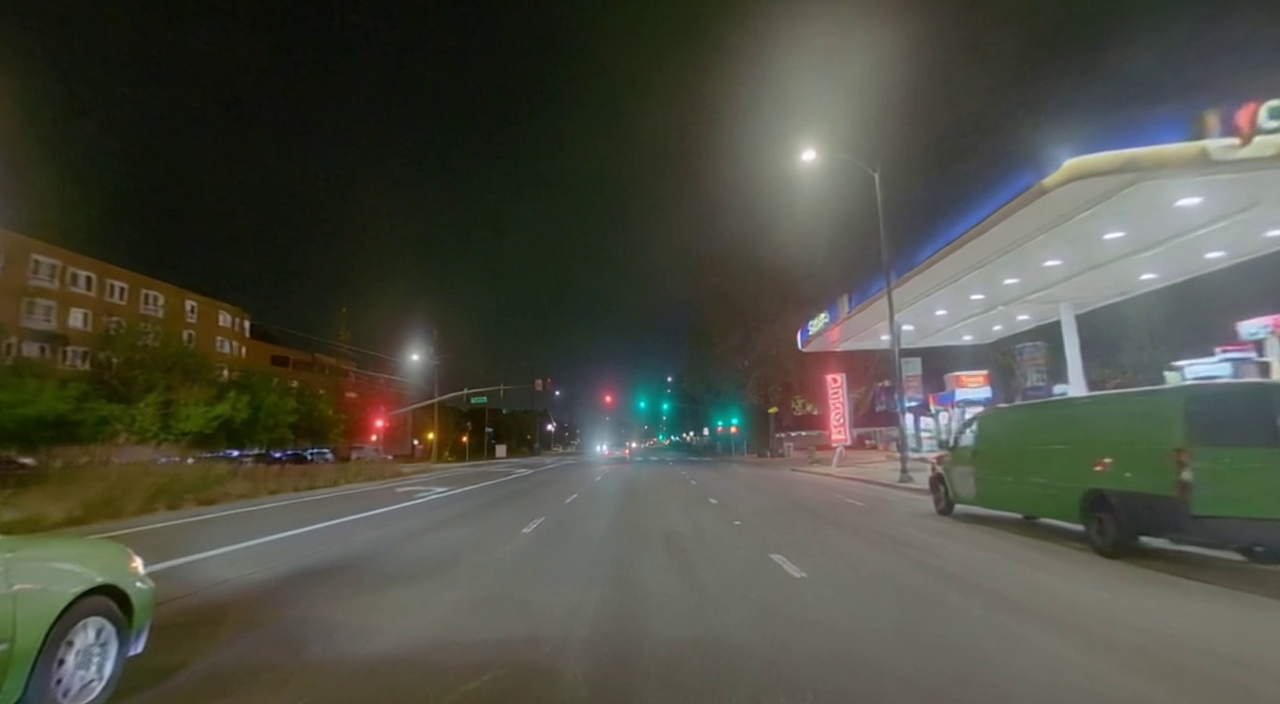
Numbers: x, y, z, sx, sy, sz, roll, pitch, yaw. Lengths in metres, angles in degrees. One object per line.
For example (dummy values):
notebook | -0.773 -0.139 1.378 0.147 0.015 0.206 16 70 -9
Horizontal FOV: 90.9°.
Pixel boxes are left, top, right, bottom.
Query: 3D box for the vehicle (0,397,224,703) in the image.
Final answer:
vehicle | -3.445 0.775 1.412 2.018 1.470 4.346 0 -8 0

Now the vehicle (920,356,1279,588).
vehicle | 7.185 1.659 9.650 2.764 2.327 6.492 0 -8 0

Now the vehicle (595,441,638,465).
vehicle | -1.476 6.506 40.951 2.082 1.460 4.442 -1 -8 7
